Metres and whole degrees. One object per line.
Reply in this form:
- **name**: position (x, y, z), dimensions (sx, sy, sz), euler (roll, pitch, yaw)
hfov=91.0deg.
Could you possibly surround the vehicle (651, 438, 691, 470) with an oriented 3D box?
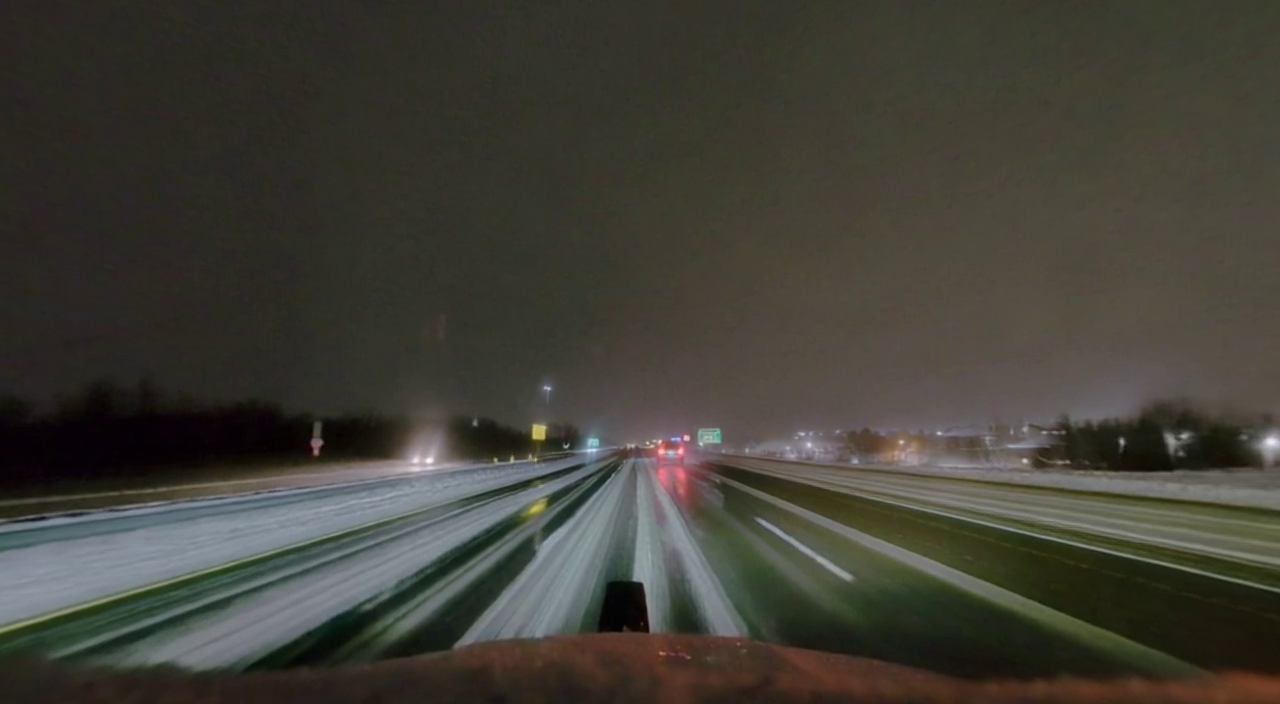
- **vehicle**: position (1.619, 5.548, 34.466), dimensions (2.050, 1.654, 4.192), euler (0, -8, 1)
